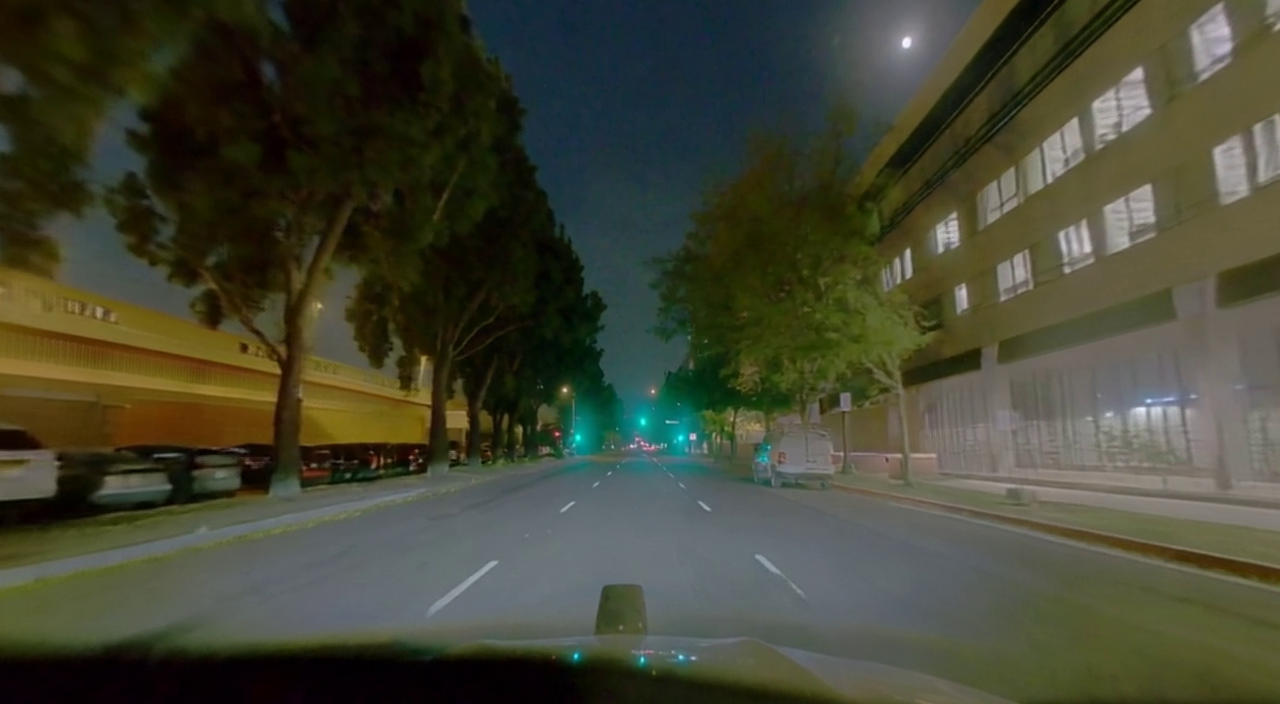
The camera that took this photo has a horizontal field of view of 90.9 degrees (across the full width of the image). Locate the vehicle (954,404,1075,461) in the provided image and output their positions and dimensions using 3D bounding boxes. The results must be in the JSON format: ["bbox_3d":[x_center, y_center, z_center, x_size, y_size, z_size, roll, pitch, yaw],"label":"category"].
[{"bbox_3d":[19.054,4.221,32.576,2.341,2.648,6.024,1,-8,-2],"label":"vehicle"}]

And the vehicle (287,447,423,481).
[{"bbox_3d":[-13.069,5.149,29.174,5.269,1.491,2.133,-1,-9,2],"label":"vehicle"}]

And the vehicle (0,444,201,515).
[{"bbox_3d":[-13.188,2.882,14.514,4.626,1.489,2.042,0,-9,1],"label":"vehicle"}]

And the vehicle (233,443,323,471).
[{"bbox_3d":[-25.659,7.445,45.001,2.252,1.804,5.454,-2,-9,15],"label":"vehicle"}]

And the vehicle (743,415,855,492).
[{"bbox_3d":[5.787,3.832,24.049,2.596,2.509,6.178,0,-9,0],"label":"vehicle"}]
